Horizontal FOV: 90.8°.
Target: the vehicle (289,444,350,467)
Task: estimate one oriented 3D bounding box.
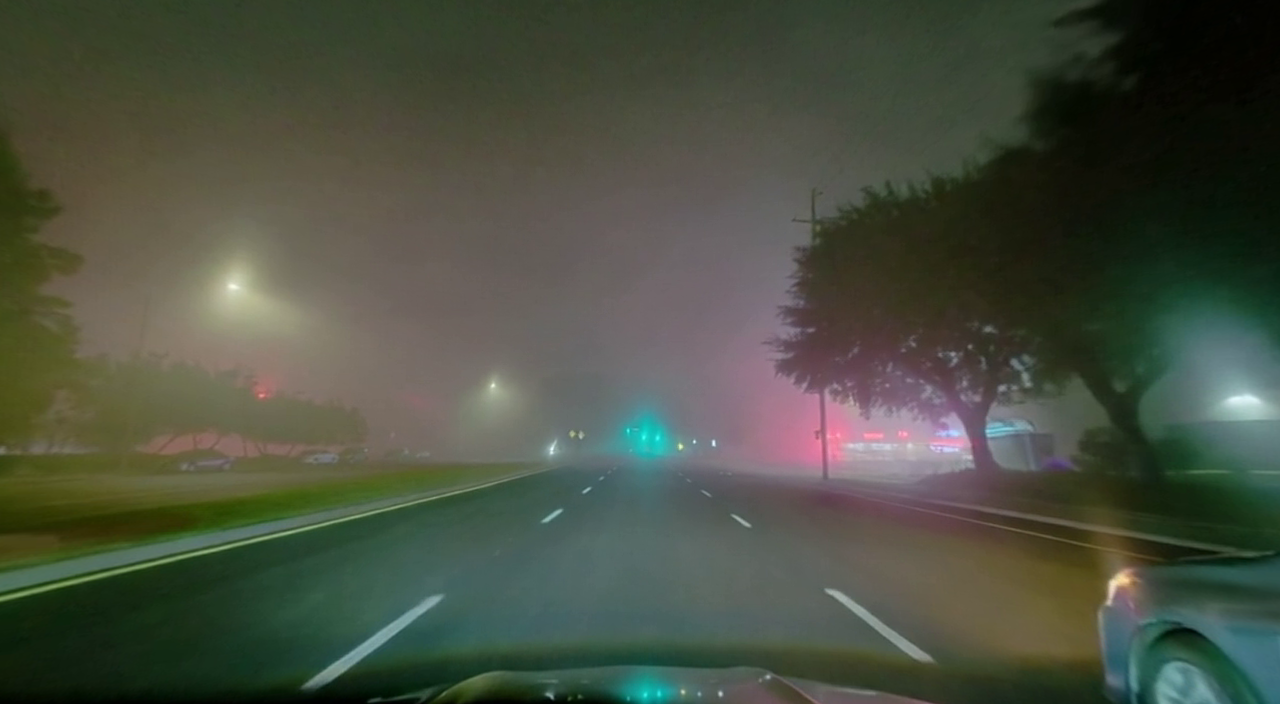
[{"bbox_3d":[-22.342,7.231,44.243,1.846,1.452,4.484,0,-9,1],"label":"vehicle"}]

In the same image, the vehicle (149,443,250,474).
[{"bbox_3d":[-22.189,5.377,32.042,1.771,1.445,4.321,-1,-9,4],"label":"vehicle"}]

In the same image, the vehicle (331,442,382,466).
[{"bbox_3d":[-22.232,8.057,49.719,1.902,1.609,4.689,-6,-10,-1],"label":"vehicle"}]

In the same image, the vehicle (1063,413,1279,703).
[{"bbox_3d":[3.218,0.767,0.948,2.004,1.470,4.544,0,-9,0],"label":"vehicle"}]
